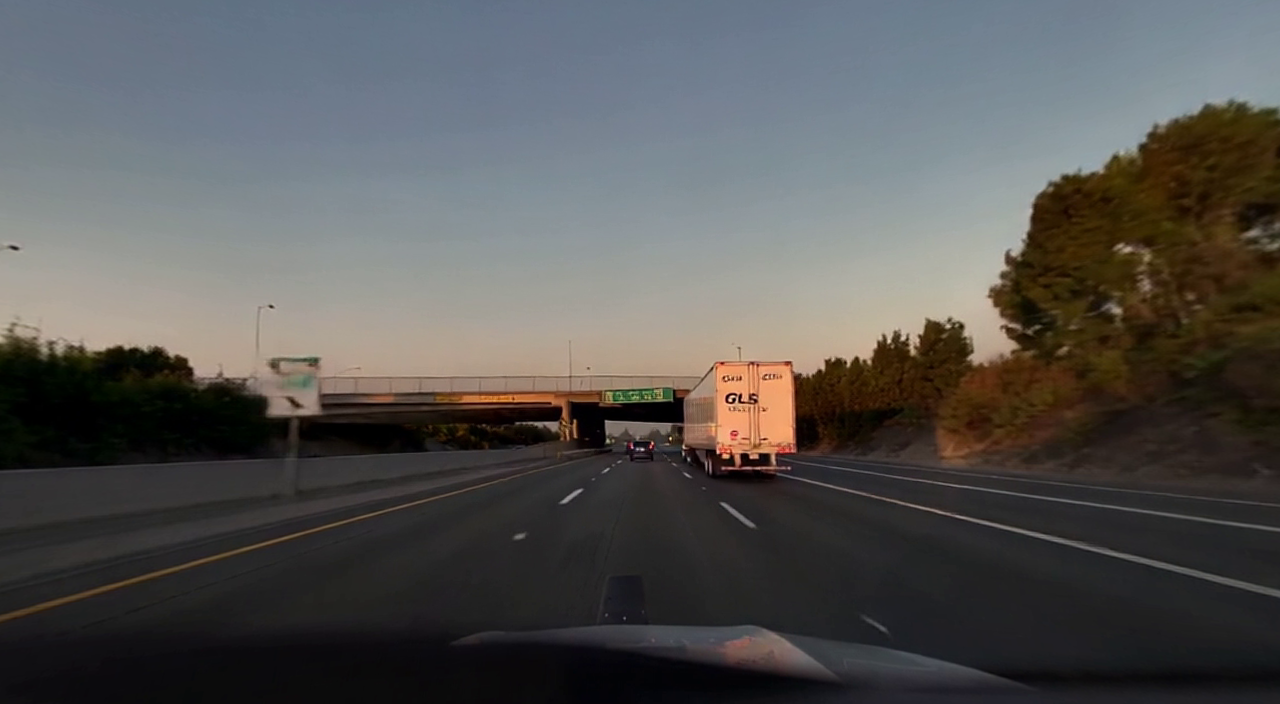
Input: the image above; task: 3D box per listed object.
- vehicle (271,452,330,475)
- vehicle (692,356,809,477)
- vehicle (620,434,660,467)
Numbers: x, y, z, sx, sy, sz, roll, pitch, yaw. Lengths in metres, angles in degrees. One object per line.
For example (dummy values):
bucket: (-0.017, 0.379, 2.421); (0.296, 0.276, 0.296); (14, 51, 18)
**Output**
vehicle: (-25.847, 8.487, 48.149); (1.906, 1.611, 4.648); (0, -8, 0)
vehicle: (4.112, 2.891, 26.281); (3.014, 4.068, 10.359); (0, -8, 0)
vehicle: (0.001, 5.321, 34.195); (2.050, 1.654, 4.192); (0, -8, 0)
